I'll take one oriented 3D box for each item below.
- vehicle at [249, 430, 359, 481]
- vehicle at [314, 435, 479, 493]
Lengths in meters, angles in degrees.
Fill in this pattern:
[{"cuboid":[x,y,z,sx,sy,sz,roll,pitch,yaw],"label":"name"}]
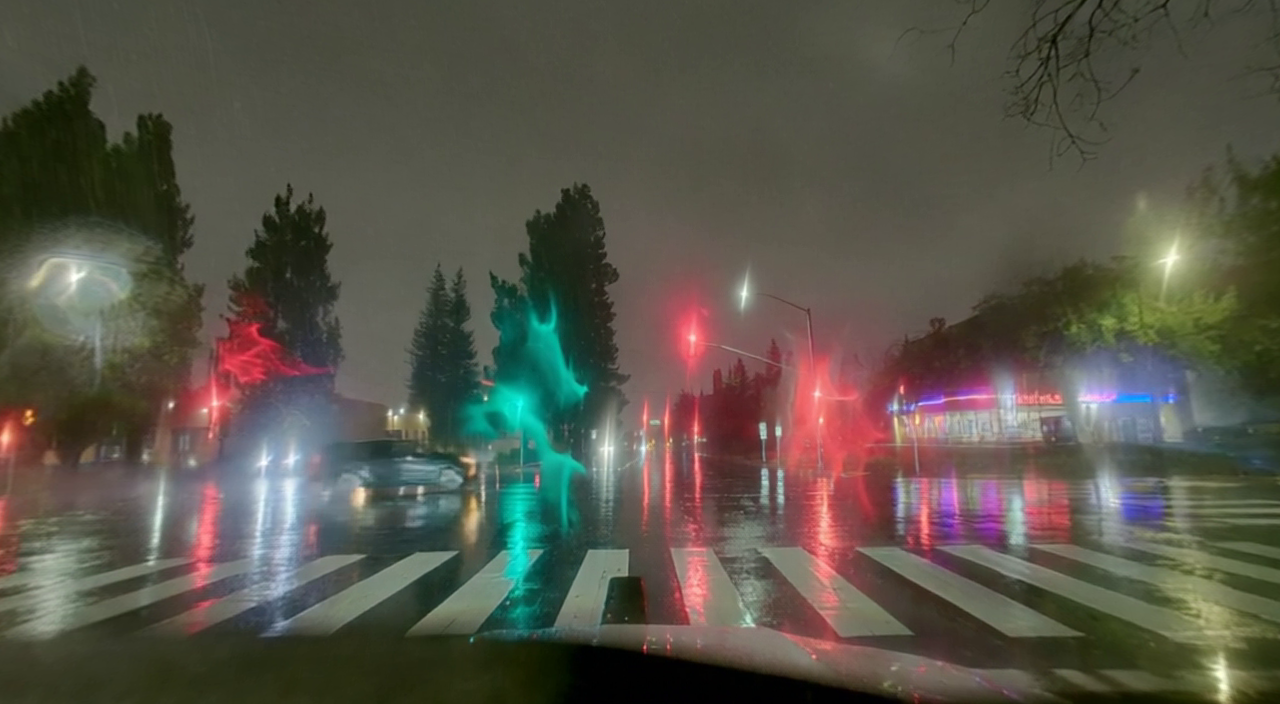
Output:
[{"cuboid":[-18.529,5.735,35.237,2.557,2.580,5.856,-1,-8,4],"label":"vehicle"},{"cuboid":[-7.878,3.571,20.531,4.569,1.658,2.153,5,-10,-33],"label":"vehicle"}]
